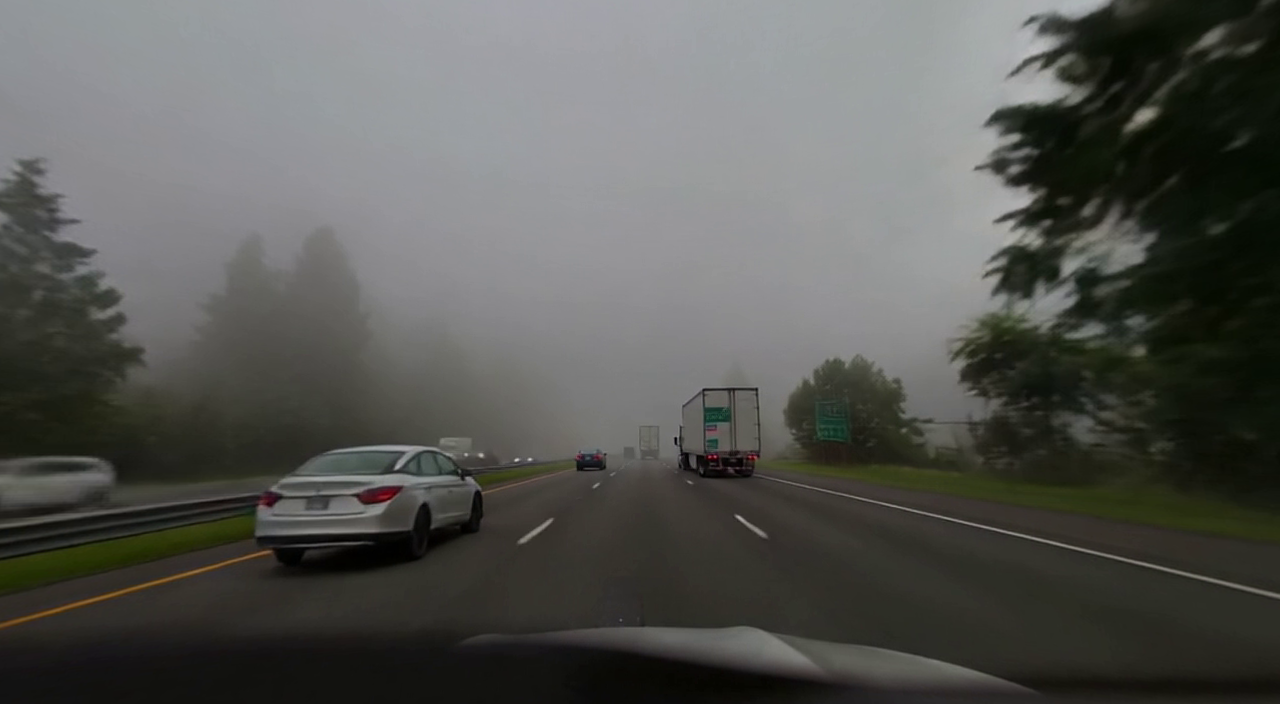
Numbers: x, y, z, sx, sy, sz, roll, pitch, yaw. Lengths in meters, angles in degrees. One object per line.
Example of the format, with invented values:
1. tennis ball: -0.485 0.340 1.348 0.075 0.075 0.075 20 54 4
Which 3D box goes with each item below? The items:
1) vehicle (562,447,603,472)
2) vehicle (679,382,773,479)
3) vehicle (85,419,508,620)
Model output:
1. vehicle: -3.521 6.678 39.480 2.121 1.445 4.651 0 -9 0
2. vehicle: 4.065 4.439 33.930 2.974 4.083 14.389 0 -9 0
3. vehicle: -3.169 1.680 7.385 2.104 1.526 4.940 0 -9 1
